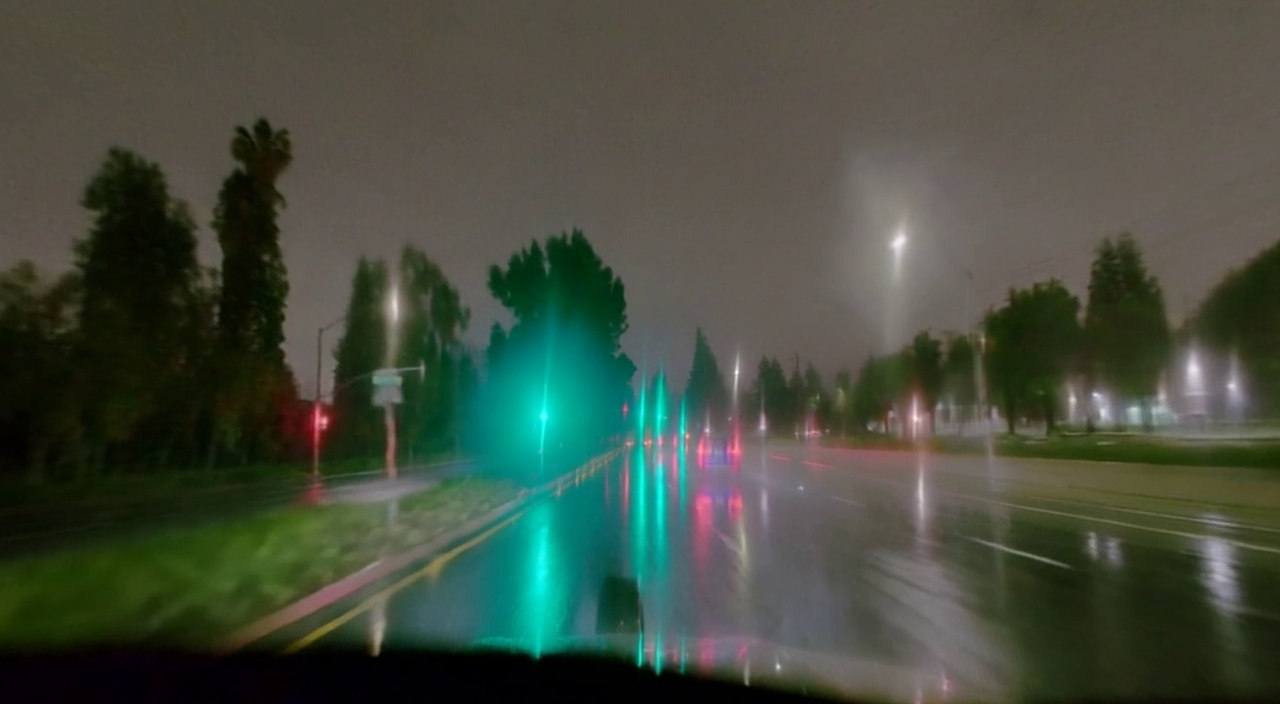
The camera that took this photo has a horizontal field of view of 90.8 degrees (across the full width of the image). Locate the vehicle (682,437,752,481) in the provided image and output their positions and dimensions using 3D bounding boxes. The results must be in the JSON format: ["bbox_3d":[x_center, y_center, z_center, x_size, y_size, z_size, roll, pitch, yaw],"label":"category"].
[{"bbox_3d":[2.787,4.000,23.900,2.056,1.483,4.091,0,-8,-1],"label":"vehicle"}]
